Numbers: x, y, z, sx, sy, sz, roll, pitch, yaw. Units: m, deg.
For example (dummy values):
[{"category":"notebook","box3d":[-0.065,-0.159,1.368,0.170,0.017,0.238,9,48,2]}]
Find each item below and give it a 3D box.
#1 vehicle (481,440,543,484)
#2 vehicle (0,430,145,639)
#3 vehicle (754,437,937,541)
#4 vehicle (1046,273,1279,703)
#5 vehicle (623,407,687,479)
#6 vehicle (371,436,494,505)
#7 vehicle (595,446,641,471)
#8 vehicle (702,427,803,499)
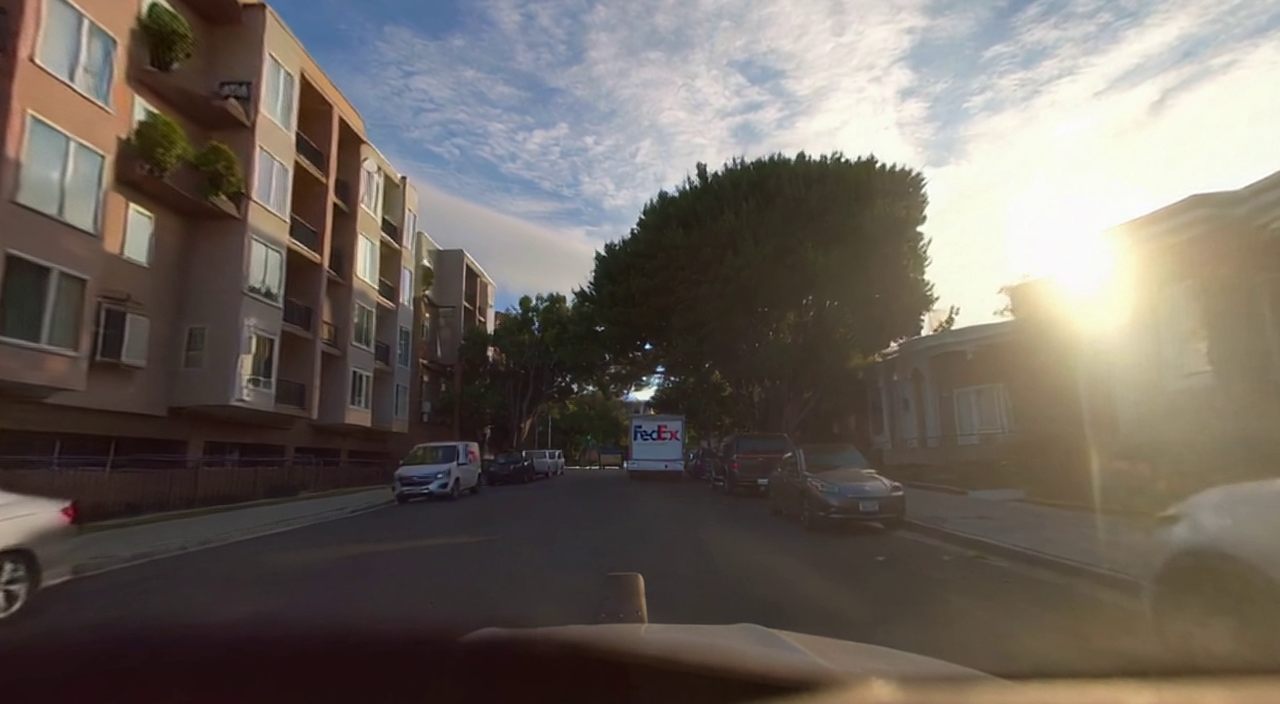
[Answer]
[{"category":"vehicle","box3d":[-5.924,5.110,29.822,2.020,1.867,4.654,0,-8,-1]},{"category":"vehicle","box3d":[-5.760,1.250,3.884,1.888,1.546,4.306,-1,-8,1]},{"category":"vehicle","box3d":[3.446,2.358,11.606,1.877,1.500,4.407,0,-8,0]},{"category":"vehicle","box3d":[3.597,0.584,1.644,2.099,2.018,4.087,0,-8,-4]},{"category":"vehicle","box3d":[0.588,4.802,33.358,2.930,3.275,8.180,0,-8,-1]},{"category":"vehicle","box3d":[-5.898,3.399,18.606,2.089,1.757,4.256,-1,-8,1]},{"category":"vehicle","box3d":[-1.395,6.894,41.223,1.981,1.500,3.992,-2,-9,13]},{"category":"vehicle","box3d":[3.457,3.538,20.658,2.221,1.991,5.564,0,-8,0]}]
